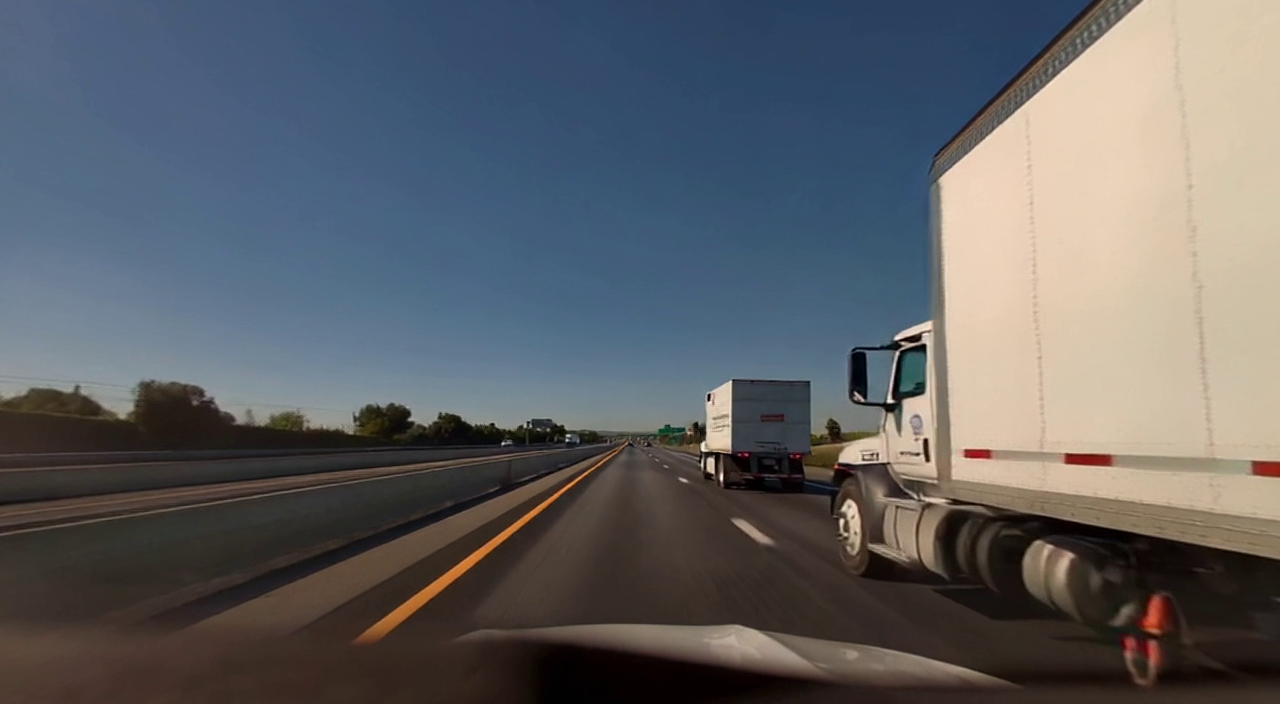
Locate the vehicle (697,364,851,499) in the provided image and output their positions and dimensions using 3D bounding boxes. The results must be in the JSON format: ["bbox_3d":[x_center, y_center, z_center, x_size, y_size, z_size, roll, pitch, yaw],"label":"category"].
[{"bbox_3d":[3.498,2.375,18.568,2.702,3.193,7.196,0,-8,-2],"label":"vehicle"}]
